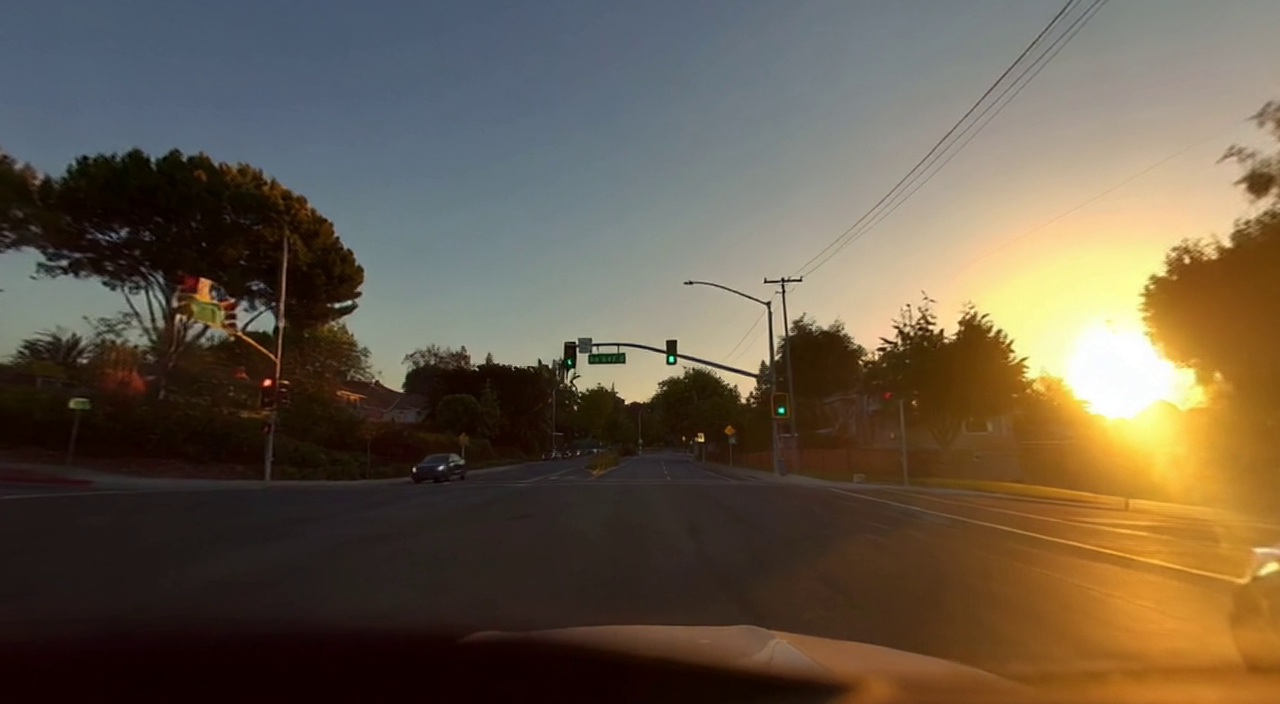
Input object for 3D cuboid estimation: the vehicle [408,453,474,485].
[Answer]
[{"bbox_3d":[-10.370,6.120,33.273,1.983,1.482,4.190,-1,-9,1],"label":"vehicle"}]
